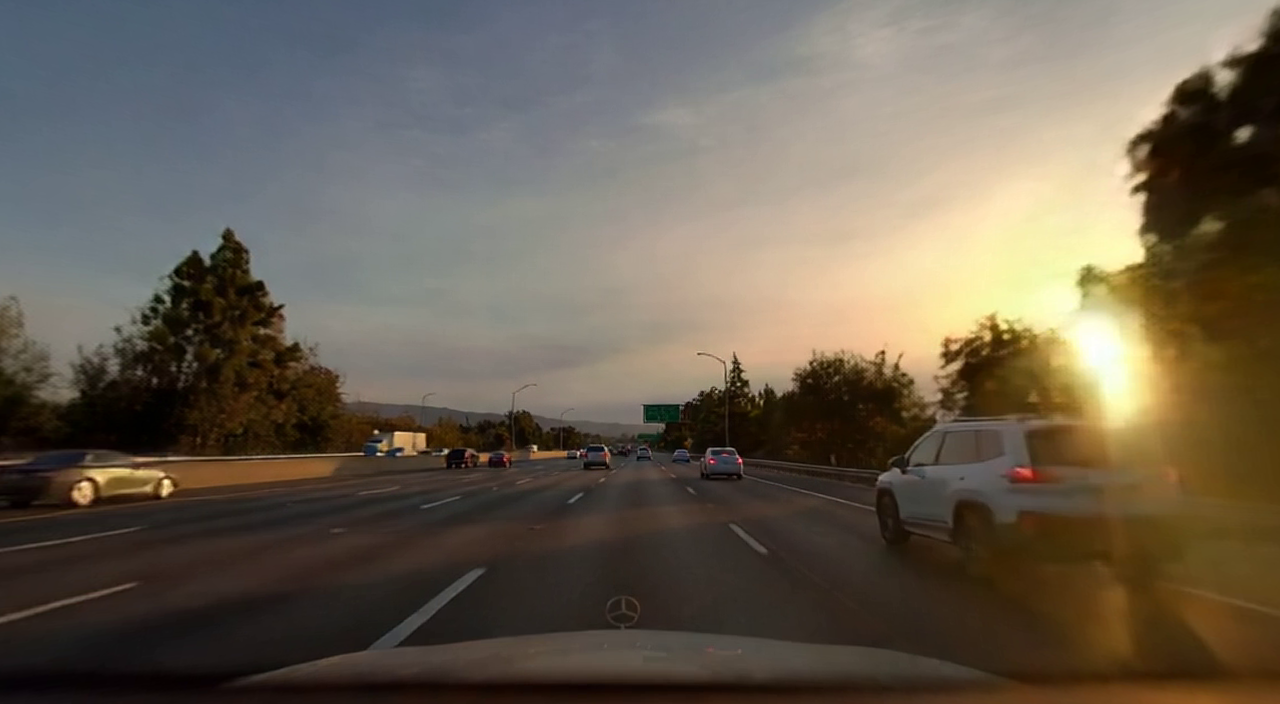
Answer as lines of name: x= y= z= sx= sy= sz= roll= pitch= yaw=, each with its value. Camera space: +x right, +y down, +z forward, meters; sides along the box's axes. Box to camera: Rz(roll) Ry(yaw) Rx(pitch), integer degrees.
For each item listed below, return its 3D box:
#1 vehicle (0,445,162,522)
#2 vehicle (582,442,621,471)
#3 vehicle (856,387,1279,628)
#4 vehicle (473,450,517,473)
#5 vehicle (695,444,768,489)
vehicle: x=-13.676 y=2.857 z=14.094 sx=1.959 sy=1.520 sz=5.068 roll=0 pitch=-9 yaw=0
vehicle: x=-2.676 y=7.518 z=45.452 sx=2.449 sy=1.929 sz=5.503 roll=0 pitch=-9 yaw=0
vehicle: x=4.411 y=1.510 z=7.135 sx=2.218 sy=1.776 sz=4.807 roll=0 pitch=-9 yaw=0
vehicle: x=-10.298 y=7.767 z=44.956 sx=1.974 sy=1.472 sz=4.684 roll=0 pitch=-9 yaw=1
vehicle: x=3.426 y=4.375 z=24.434 sx=2.126 sy=1.529 sz=4.438 roll=0 pitch=-9 yaw=0
